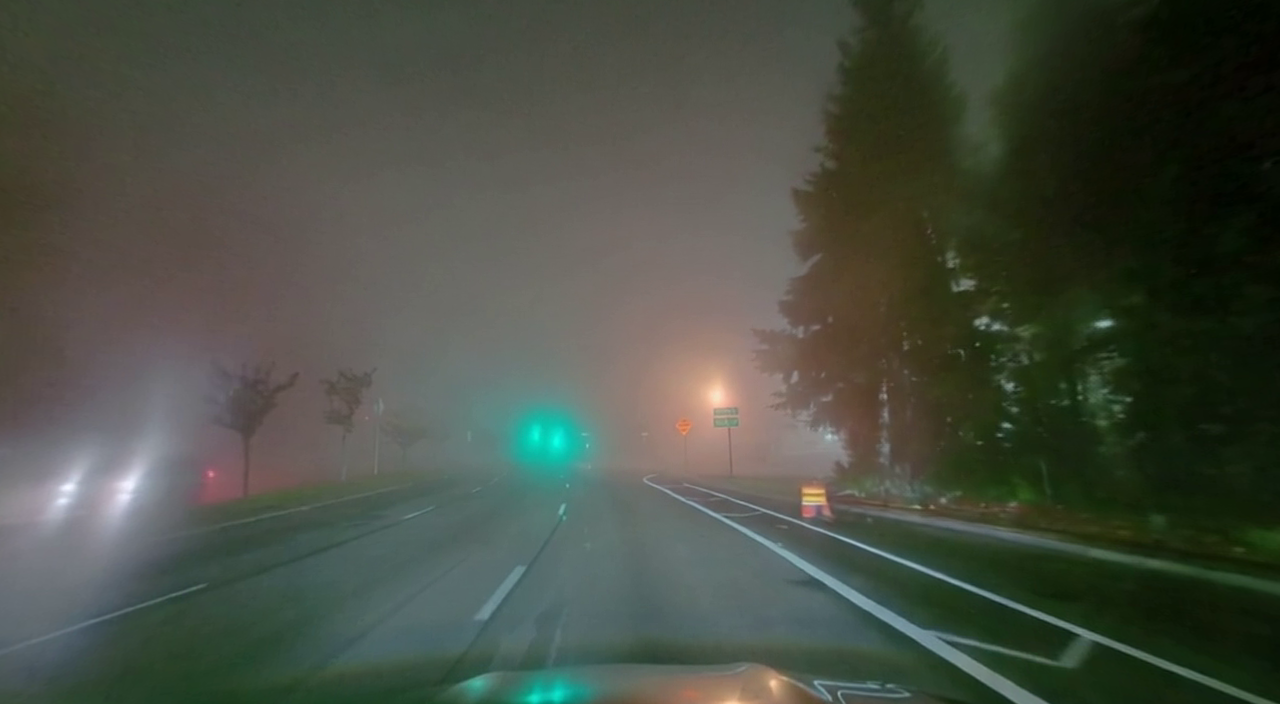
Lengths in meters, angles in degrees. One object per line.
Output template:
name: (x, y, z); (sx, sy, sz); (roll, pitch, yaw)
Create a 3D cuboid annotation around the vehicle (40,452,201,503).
vehicle: (-20.198, 4.850, 24.967); (2.045, 1.797, 5.228); (1, -9, -3)
